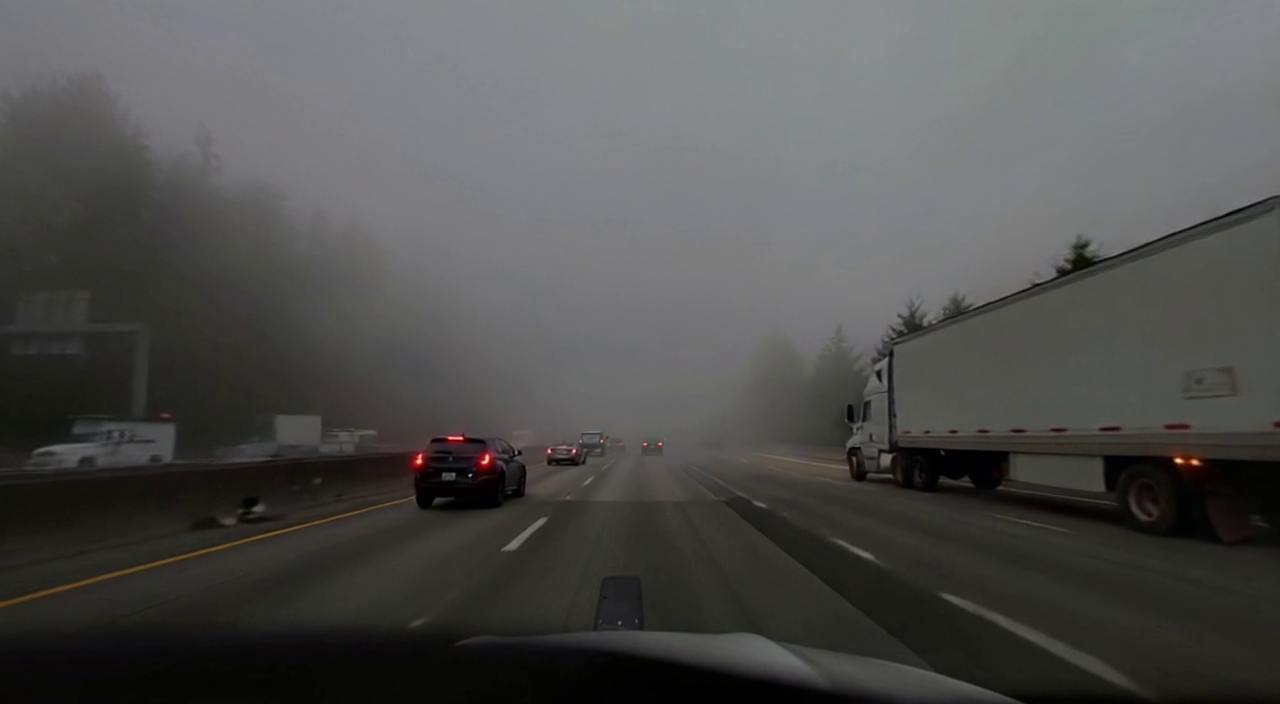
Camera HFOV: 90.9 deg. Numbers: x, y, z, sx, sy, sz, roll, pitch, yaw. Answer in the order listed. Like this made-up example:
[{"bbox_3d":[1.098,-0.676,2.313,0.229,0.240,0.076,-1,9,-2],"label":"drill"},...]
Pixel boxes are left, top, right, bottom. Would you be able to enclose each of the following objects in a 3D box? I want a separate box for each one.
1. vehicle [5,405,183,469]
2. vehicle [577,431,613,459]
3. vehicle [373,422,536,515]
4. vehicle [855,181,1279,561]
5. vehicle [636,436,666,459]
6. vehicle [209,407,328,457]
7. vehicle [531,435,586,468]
[{"bbox_3d":[-31.945,5.085,37.583,2.853,3.353,8.451,0,-8,1],"label":"vehicle"},{"bbox_3d":[-3.014,6.297,42.796,2.064,1.826,4.263,0,-8,1],"label":"vehicle"},{"bbox_3d":[-3.633,2.348,13.289,2.137,1.618,4.209,0,-8,0],"label":"vehicle"},{"bbox_3d":[8.296,0.972,12.537,2.866,4.100,14.057,0,-8,-1],"label":"vehicle"},{"bbox_3d":[0.760,6.633,44.006,2.004,1.465,3.842,0,-8,0],"label":"vehicle"},{"bbox_3d":[-27.420,6.036,47.254,3.004,3.311,9.145,0,-8,2],"label":"vehicle"},{"bbox_3d":[-3.836,4.759,30.311,2.013,1.460,4.027,0,-8,1],"label":"vehicle"}]
